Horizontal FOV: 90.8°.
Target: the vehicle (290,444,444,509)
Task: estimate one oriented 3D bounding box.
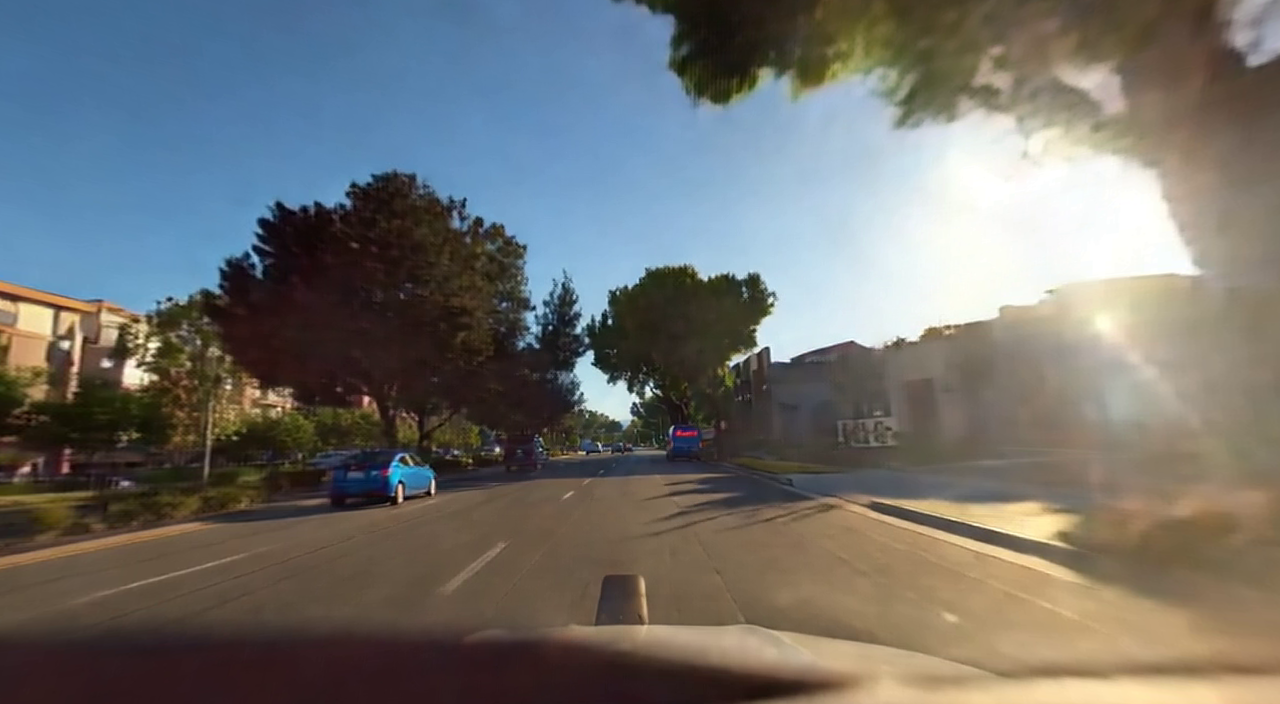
[{"bbox_3d":[-6.848,3.142,16.470,1.970,1.456,4.441,0,-9,1],"label":"vehicle"}]

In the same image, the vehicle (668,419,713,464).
[{"bbox_3d":[3.477,6.369,44.839,2.791,3.026,4.668,0,-9,0],"label":"vehicle"}]

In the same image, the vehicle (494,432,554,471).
[{"bbox_3d":[-6.664,5.796,36.886,2.332,2.039,5.678,0,-9,1],"label":"vehicle"}]

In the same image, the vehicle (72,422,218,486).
[{"bbox_3d":[-34.347,7.142,44.515,2.781,3.955,8.836,-1,-9,2],"label":"vehicle"}]
